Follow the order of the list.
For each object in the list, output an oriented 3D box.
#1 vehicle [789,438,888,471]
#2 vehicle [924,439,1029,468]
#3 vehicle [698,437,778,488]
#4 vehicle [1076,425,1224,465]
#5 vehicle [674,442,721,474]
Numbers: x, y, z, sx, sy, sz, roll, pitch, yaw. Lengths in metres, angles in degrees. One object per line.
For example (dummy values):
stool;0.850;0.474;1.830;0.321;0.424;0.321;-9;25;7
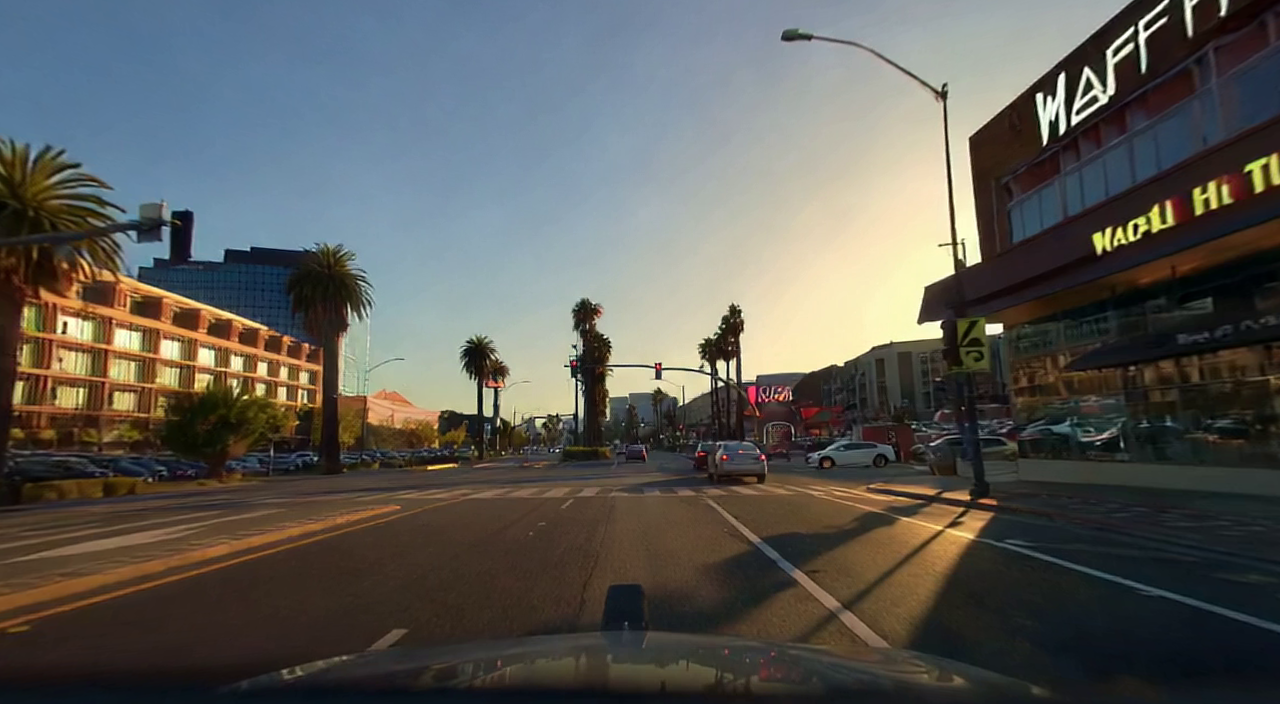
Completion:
vehicle;10.423;5.421;33.383;4.448;1.640;2.160;0;-8;-1
vehicle;18.136;5.476;34.081;4.462;1.474;2.083;0;-8;-2
vehicle;3.219;3.721;21.498;1.931;1.534;4.126;0;-8;-2
vehicle;27.089;4.987;33.666;5.803;1.983;2.284;0;-9;0
vehicle;2.834;5.353;32.105;1.870;1.467;4.800;0;-8;-1
